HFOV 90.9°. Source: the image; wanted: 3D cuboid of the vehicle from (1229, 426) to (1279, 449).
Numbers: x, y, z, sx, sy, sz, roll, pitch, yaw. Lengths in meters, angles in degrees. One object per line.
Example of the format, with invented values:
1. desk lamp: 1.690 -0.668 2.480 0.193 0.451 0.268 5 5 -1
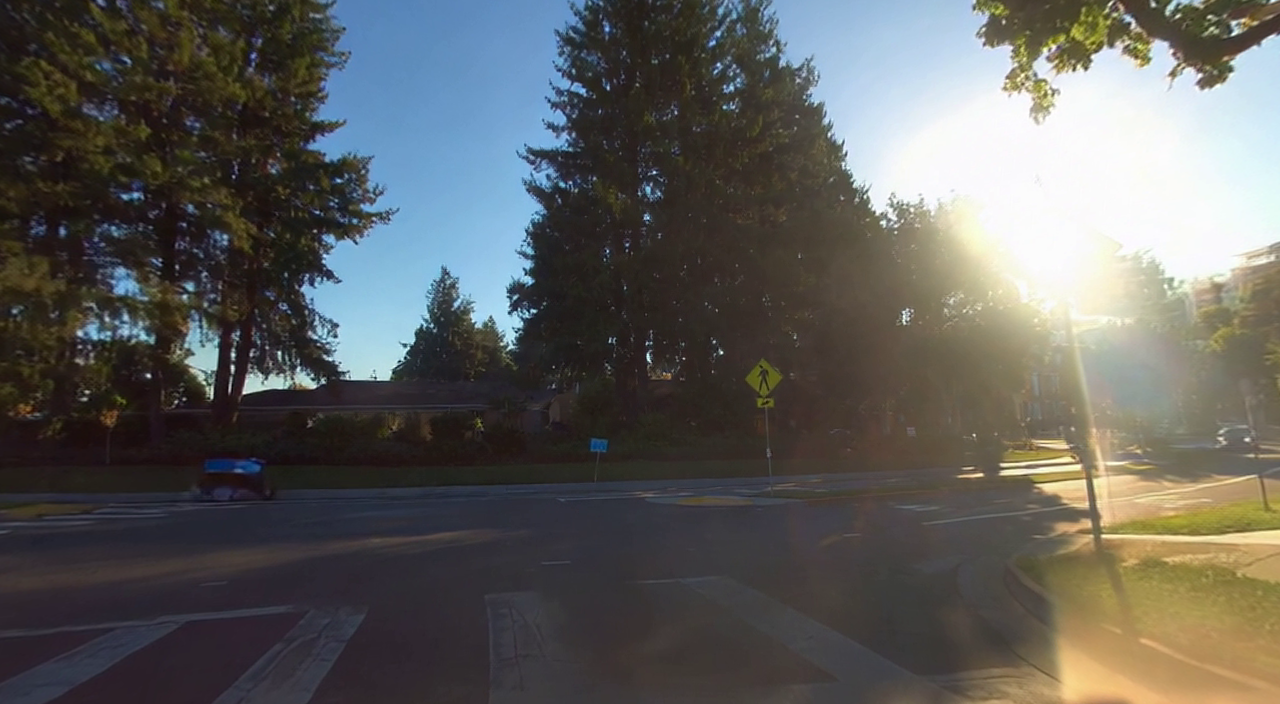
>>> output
1. vehicle: 41.820 5.802 42.520 4.473 1.474 2.108 6 -10 -37
